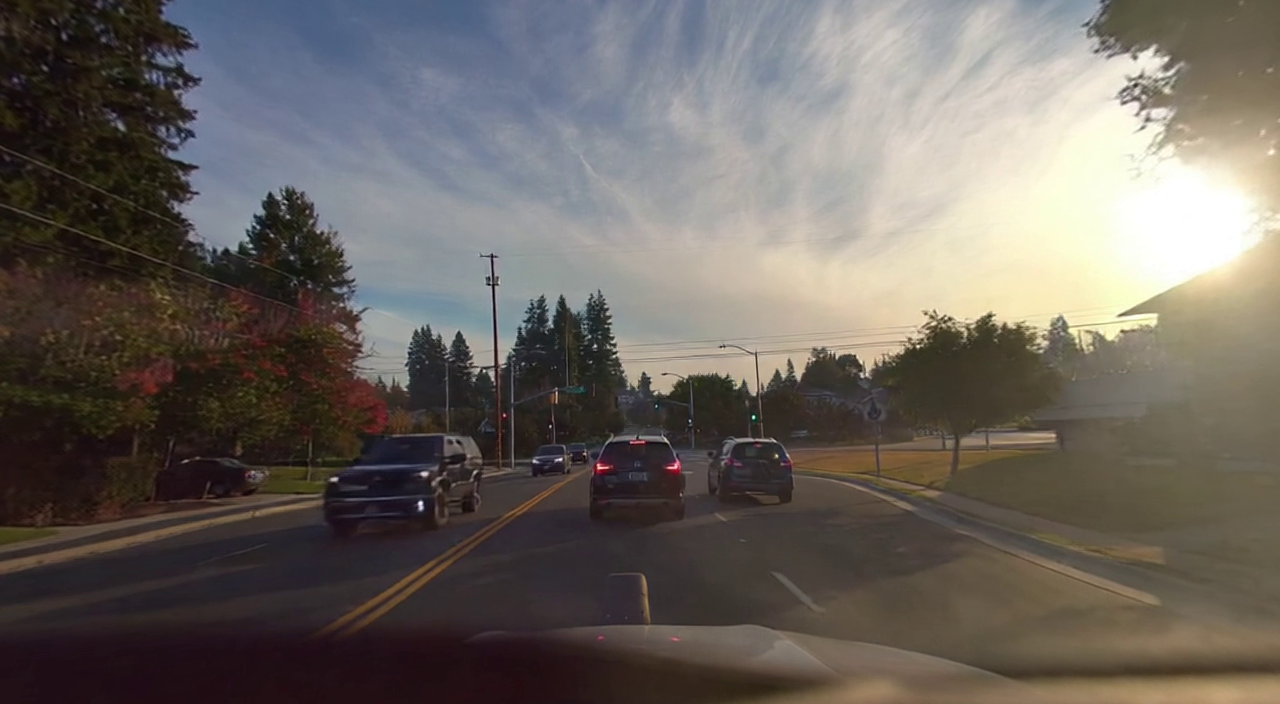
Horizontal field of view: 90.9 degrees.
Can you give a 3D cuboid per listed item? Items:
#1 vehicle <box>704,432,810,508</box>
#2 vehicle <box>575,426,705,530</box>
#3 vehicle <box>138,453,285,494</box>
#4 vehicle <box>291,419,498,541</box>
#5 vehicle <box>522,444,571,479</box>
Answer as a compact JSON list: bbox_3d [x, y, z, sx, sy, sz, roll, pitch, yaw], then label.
[{"bbox_3d":[3.002,3.122,17.146,1.967,1.756,4.281,0,-8,-1],"label":"vehicle"},{"bbox_3d":[-0.033,2.405,12.579,2.151,1.695,4.100,0,-8,-1],"label":"vehicle"},{"bbox_3d":[-16.273,4.630,24.087,4.245,1.446,1.827,0,-8,0],"label":"vehicle"},{"bbox_3d":[-4.600,2.476,13.037,2.138,1.938,5.584,0,-8,-1],"label":"vehicle"},{"bbox_3d":[-4.948,5.814,33.786,2.063,1.727,3.923,0,-8,-1],"label":"vehicle"}]
